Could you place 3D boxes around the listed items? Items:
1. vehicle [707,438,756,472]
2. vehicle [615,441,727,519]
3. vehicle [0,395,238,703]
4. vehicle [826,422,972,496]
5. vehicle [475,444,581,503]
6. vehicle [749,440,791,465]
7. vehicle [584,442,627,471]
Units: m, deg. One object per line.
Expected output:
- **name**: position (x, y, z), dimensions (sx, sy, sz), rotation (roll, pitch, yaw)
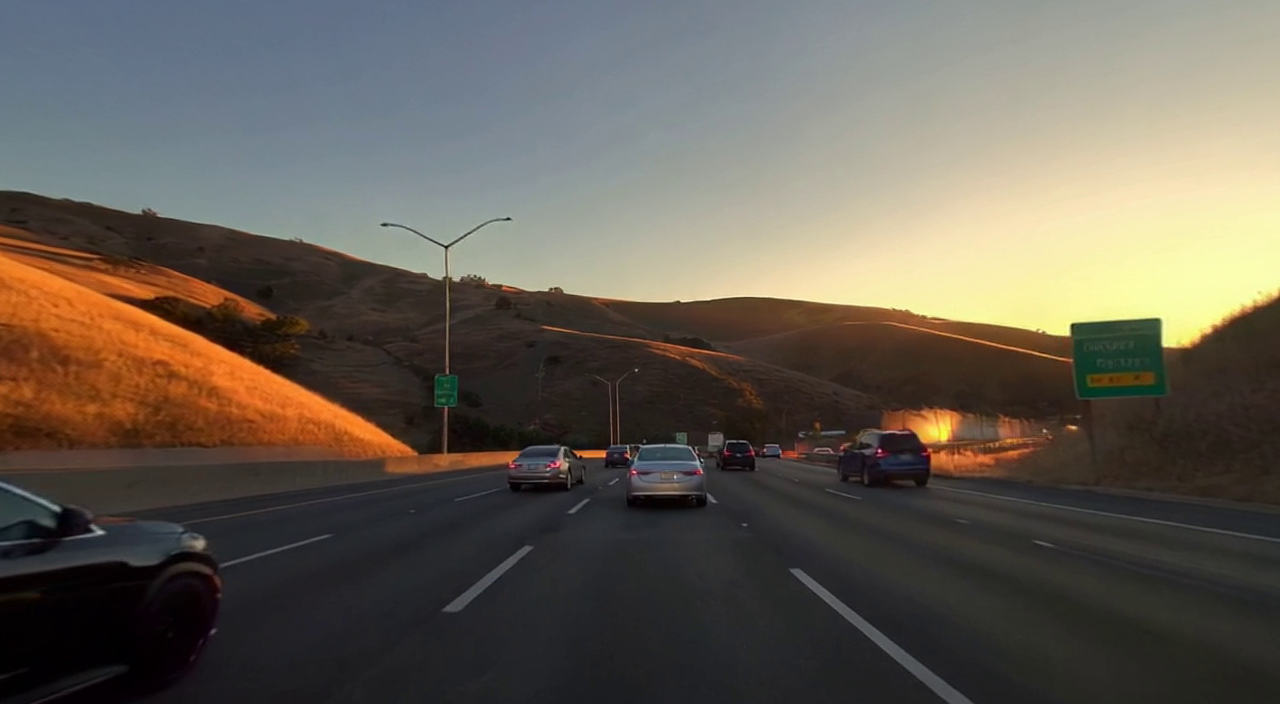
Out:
- **vehicle**: position (4.837, 5.491, 33.918), dimensions (2.083, 1.693, 4.740), rotation (0, -8, 2)
- **vehicle**: position (0.649, 2.670, 13.750), dimensions (2.072, 1.431, 3.904), rotation (-1, -8, 2)
- **vehicle**: position (-3.429, 0.800, 1.489), dimensions (2.033, 1.513, 4.333), rotation (0, -8, 1)
- **vehicle**: position (7.176, 3.016, 18.181), dimensions (2.210, 1.831, 4.843), rotation (0, -8, 1)
- **vehicle**: position (-2.971, 3.325, 17.786), dimensions (2.017, 1.446, 4.384), rotation (-1, -8, 3)
- **vehicle**: position (8.793, 6.846, 43.184), dimensions (2.032, 1.580, 4.928), rotation (0, -8, 2)
- **vehicle**: position (-1.951, 6.120, 37.198), dimensions (2.034, 1.572, 4.444), rotation (-1, -8, 4)
